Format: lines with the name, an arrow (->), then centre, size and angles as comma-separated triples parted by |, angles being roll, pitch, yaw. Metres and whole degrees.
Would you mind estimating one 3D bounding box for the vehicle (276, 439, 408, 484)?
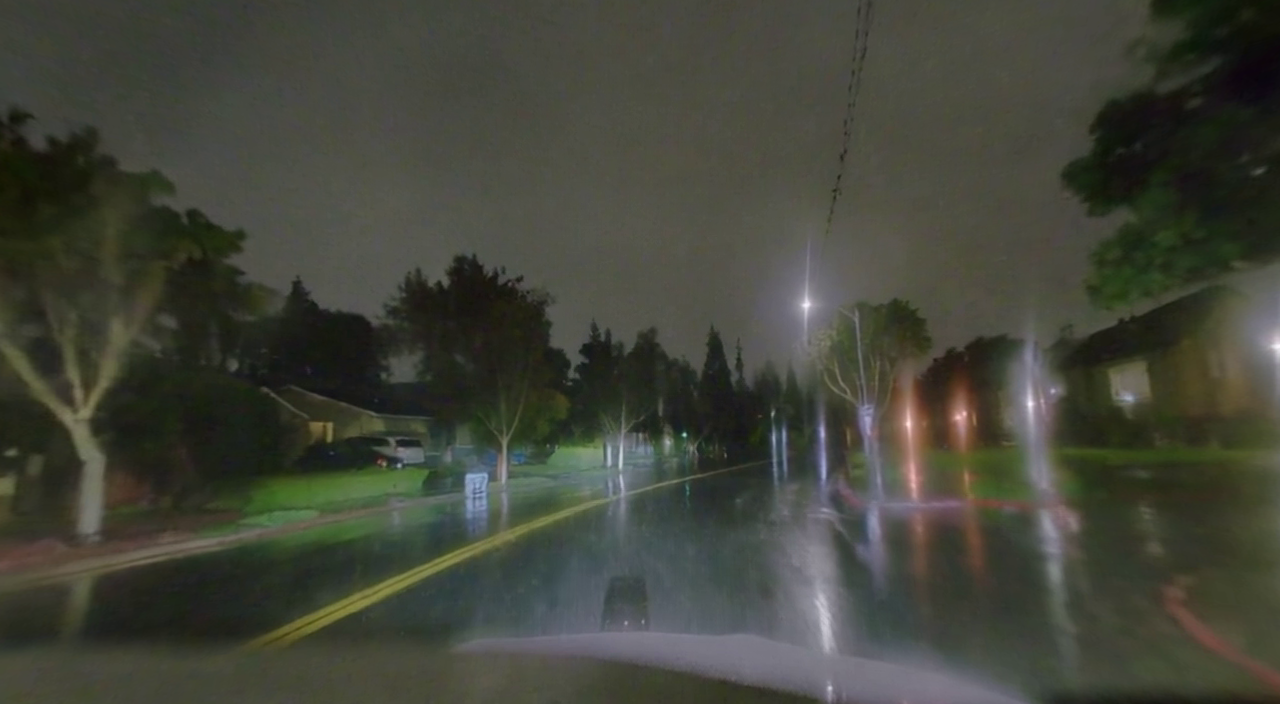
vehicle -> -11.920, 4.403, 25.604 | 4.485, 1.663, 2.111 | 2, -9, -15
